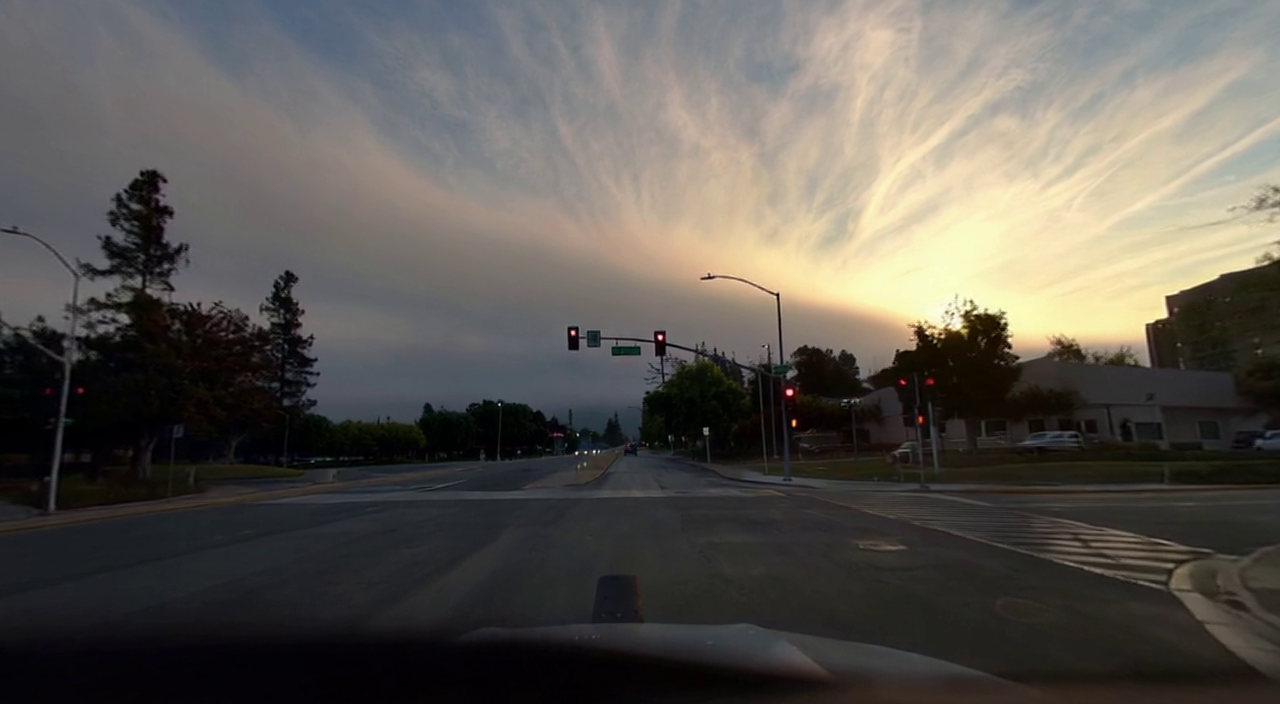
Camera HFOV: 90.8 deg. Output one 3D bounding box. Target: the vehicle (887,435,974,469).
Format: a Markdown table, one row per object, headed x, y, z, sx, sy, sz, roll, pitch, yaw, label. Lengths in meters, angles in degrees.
| x | y | z | sx | sy | sz | roll | pitch | yaw | label |
| --- | --- | --- | --- | --- | --- | --- | --- | --- | --- |
| 14.966 | 5.206 | 32.856 | 1.959 | 1.471 | 4.570 | -4 | -8 | -5 | vehicle |
